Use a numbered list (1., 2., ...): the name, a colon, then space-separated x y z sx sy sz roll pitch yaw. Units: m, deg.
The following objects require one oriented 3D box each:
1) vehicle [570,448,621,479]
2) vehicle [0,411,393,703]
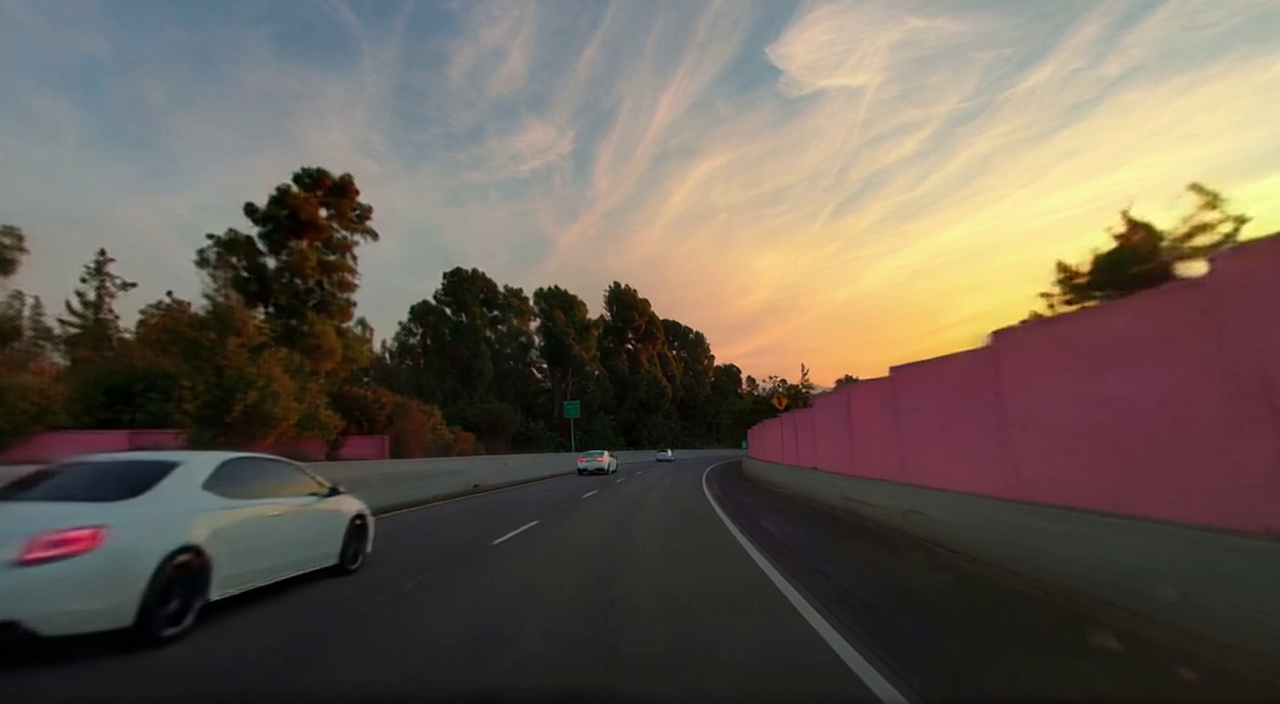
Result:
1. vehicle: -2.121 5.472 31.333 1.746 1.405 4.339 -1 -9 6
2. vehicle: -3.665 1.311 4.788 1.884 1.469 3.959 0 -9 1
